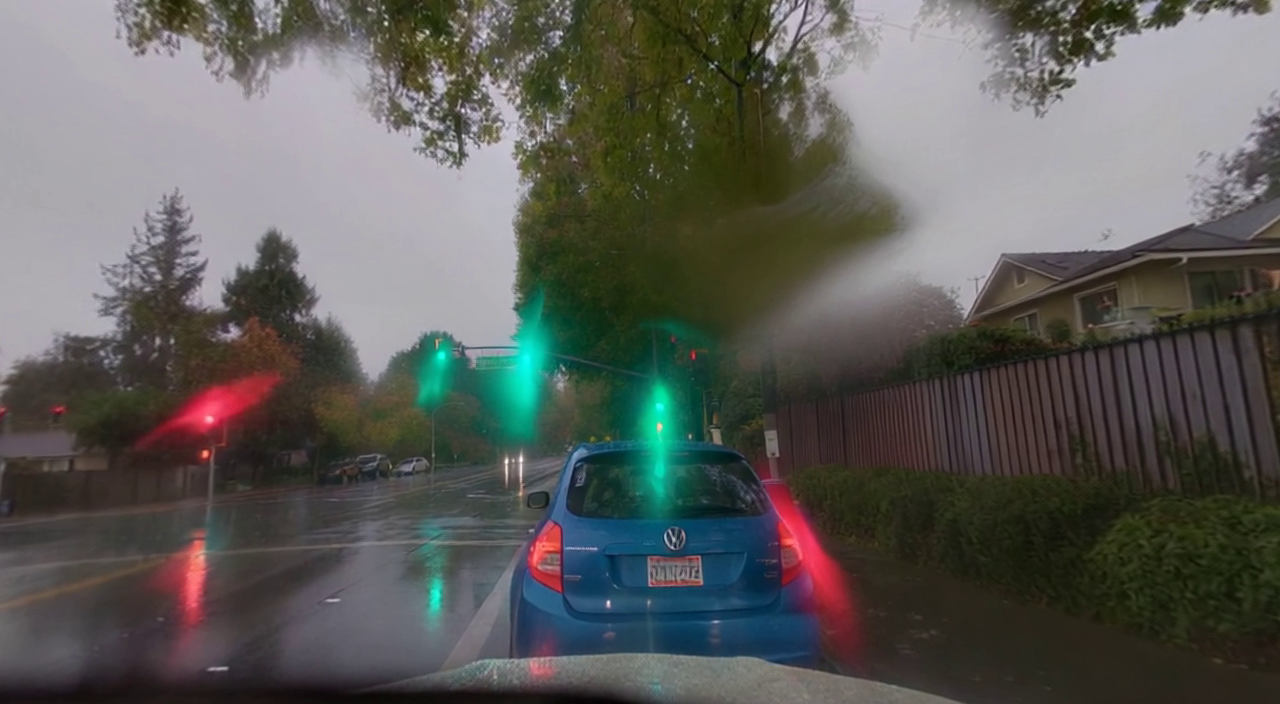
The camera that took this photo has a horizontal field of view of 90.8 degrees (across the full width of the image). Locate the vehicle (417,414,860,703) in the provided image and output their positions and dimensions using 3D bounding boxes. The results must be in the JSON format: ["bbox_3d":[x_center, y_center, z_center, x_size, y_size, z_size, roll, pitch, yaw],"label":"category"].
[{"bbox_3d":[-0.154,1.317,4.783,2.024,1.502,3.702,1,-9,-5],"label":"vehicle"}]
